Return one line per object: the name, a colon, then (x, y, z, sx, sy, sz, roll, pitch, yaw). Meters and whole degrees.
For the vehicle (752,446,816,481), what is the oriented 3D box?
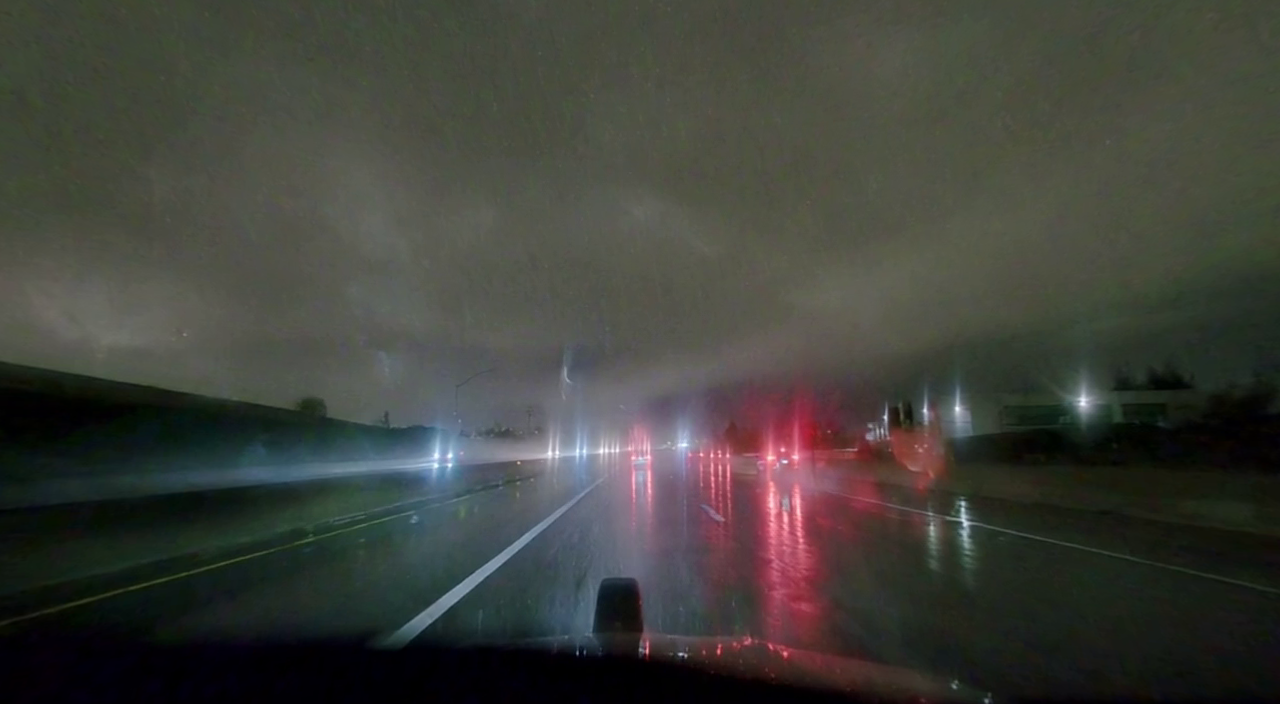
vehicle: (6.993, 5.455, 30.894, 2.008, 1.533, 4.592, 0, -9, -1)

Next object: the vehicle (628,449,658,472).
vehicle: (0.196, 7.597, 44.203, 2.025, 1.526, 4.181, 0, -9, 0)
